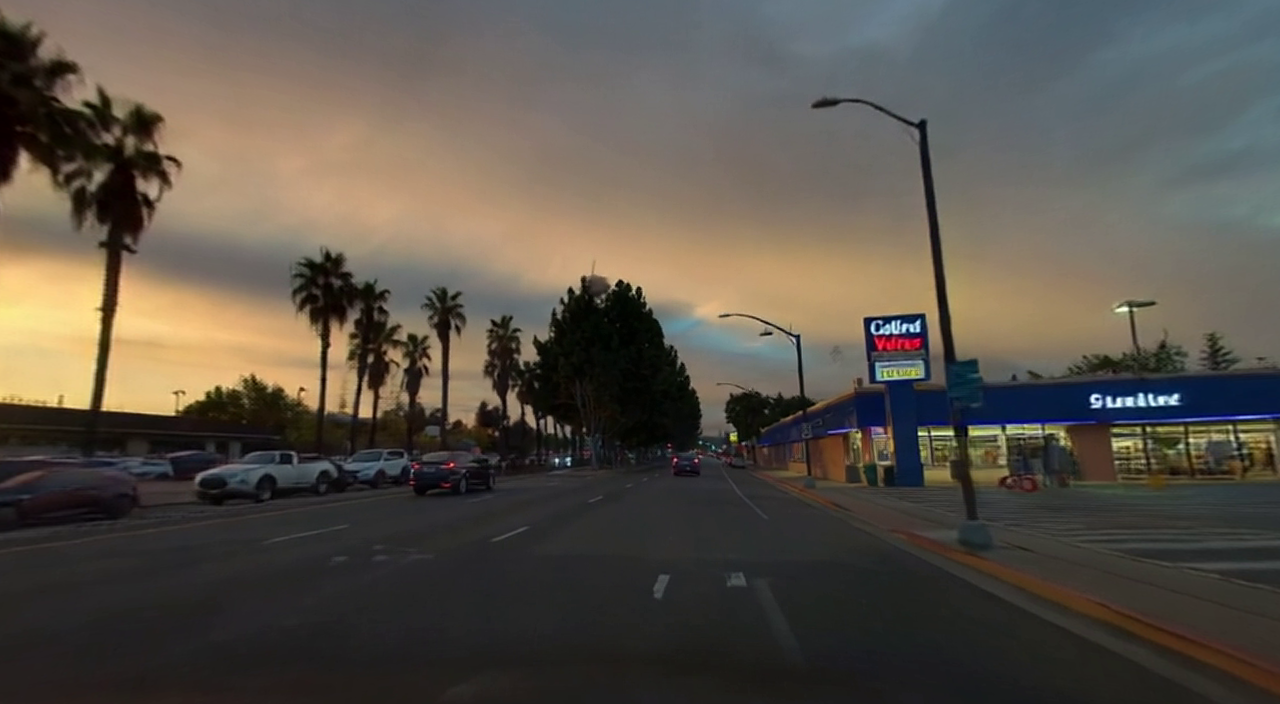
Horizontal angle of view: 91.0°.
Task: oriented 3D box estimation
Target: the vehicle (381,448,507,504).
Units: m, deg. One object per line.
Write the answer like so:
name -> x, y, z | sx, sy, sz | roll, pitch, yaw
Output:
vehicle -> -5.870, 3.747, 19.548 | 2.090, 1.520, 4.452 | -1, -9, 6

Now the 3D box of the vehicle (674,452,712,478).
vehicle -> 3.398, 7.097, 39.700 | 2.139, 1.461, 4.918 | -1, -9, 8

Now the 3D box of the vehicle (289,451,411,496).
vehicle -> -10.796, 4.520, 23.914 | 1.981, 1.493, 4.721 | -1, -9, 6

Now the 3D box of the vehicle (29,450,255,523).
vehicle -> -11.606, 3.106, 15.137 | 1.776, 1.448, 4.137 | -1, -9, 6
